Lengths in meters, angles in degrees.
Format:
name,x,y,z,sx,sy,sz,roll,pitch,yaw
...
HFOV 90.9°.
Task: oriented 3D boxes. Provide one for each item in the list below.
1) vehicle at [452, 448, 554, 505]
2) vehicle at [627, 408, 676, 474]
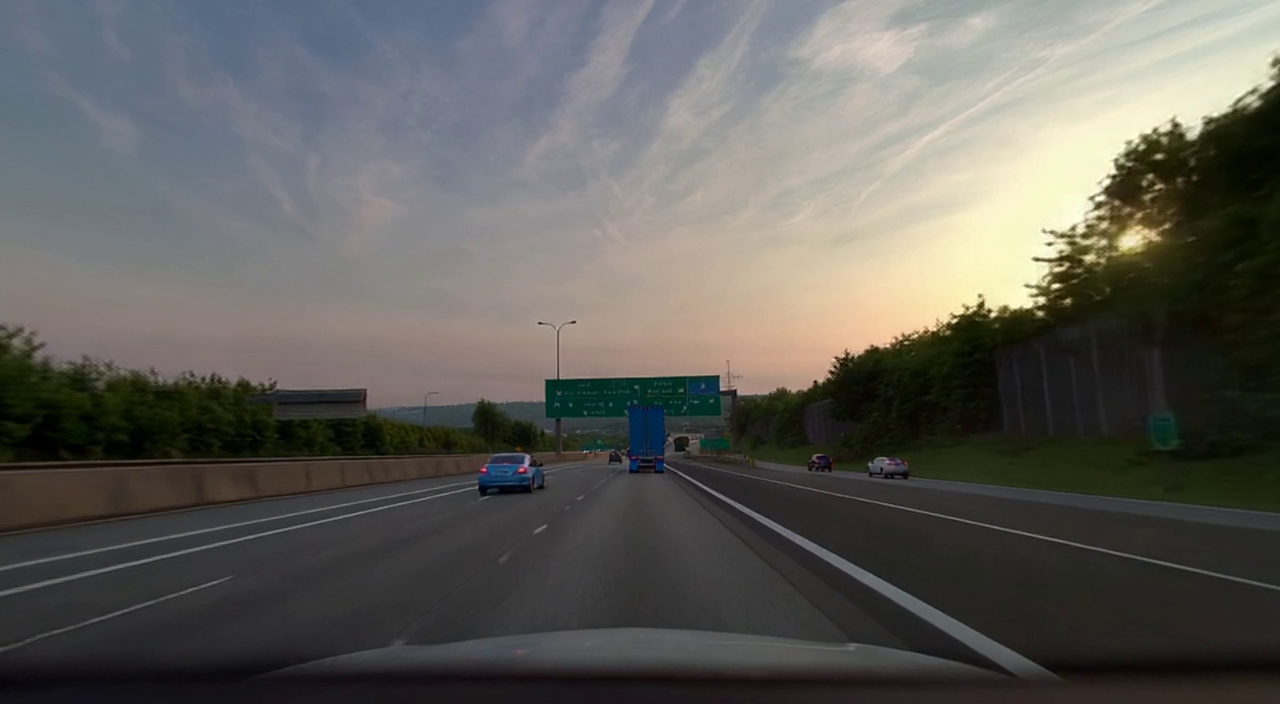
name,x,y,z,sx,sy,sz,roll,pitch,yaw
vehicle,-3.839,3.561,18.552,1.931,1.466,4.458,0,-9,1
vehicle,0.748,6.361,44.612,3.022,4.072,10.318,0,-9,0
